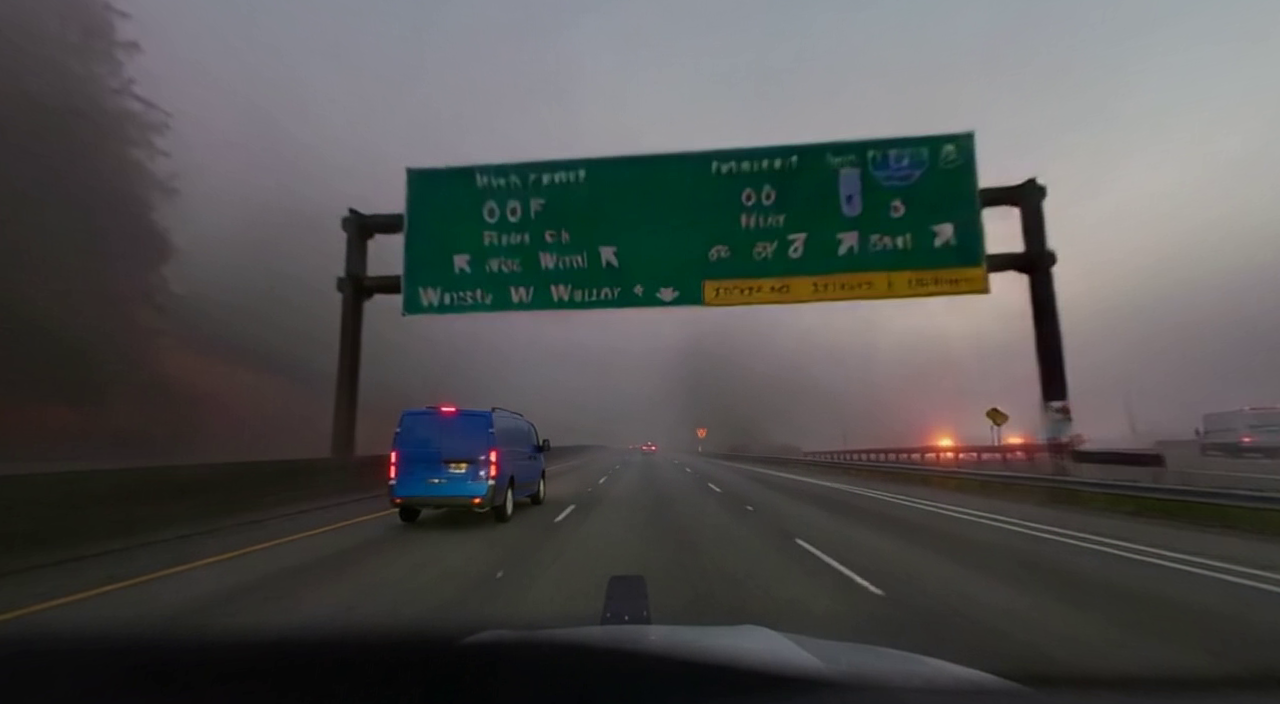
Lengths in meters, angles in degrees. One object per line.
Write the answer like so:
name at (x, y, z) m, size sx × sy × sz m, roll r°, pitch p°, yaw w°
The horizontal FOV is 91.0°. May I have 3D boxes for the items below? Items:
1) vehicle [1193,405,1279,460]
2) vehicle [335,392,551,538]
vehicle at (33.816, 4.506, 35.001) m, size 2.207 × 2.820 × 5.493 m, roll -3°, pitch -9°, yaw 16°
vehicle at (-3.067, 1.901, 11.112) m, size 2.281 × 2.025 × 4.586 m, roll 0°, pitch -8°, yaw 1°
